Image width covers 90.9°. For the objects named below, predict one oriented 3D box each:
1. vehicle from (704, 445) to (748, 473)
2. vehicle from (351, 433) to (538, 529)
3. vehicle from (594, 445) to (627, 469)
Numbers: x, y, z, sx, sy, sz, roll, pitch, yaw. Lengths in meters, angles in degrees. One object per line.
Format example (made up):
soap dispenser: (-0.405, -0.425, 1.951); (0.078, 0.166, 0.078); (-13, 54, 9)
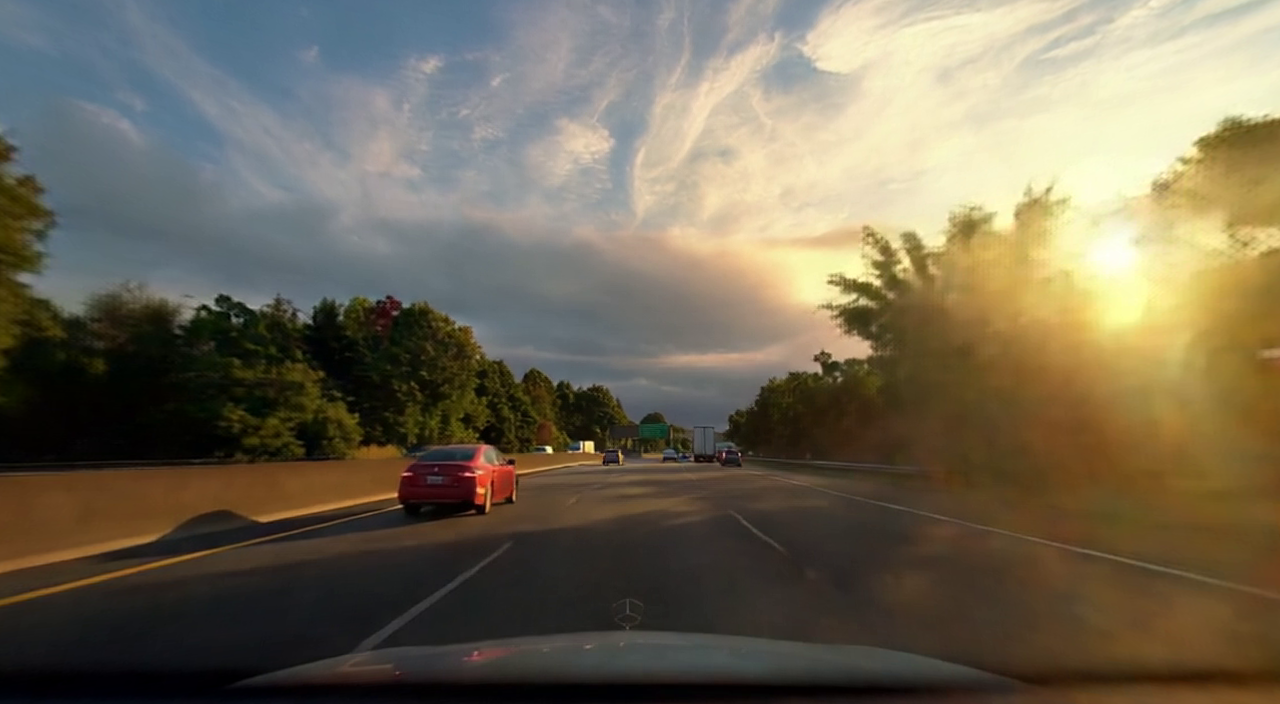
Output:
vehicle: (5.077, 6.386, 37.711); (2.176, 1.598, 3.878); (0, -9, 1)
vehicle: (-3.535, 2.455, 12.572); (2.085, 1.530, 4.809); (0, -9, 1)
vehicle: (-2.135, 7.796, 47.047); (2.017, 1.683, 4.309); (0, -9, 3)
